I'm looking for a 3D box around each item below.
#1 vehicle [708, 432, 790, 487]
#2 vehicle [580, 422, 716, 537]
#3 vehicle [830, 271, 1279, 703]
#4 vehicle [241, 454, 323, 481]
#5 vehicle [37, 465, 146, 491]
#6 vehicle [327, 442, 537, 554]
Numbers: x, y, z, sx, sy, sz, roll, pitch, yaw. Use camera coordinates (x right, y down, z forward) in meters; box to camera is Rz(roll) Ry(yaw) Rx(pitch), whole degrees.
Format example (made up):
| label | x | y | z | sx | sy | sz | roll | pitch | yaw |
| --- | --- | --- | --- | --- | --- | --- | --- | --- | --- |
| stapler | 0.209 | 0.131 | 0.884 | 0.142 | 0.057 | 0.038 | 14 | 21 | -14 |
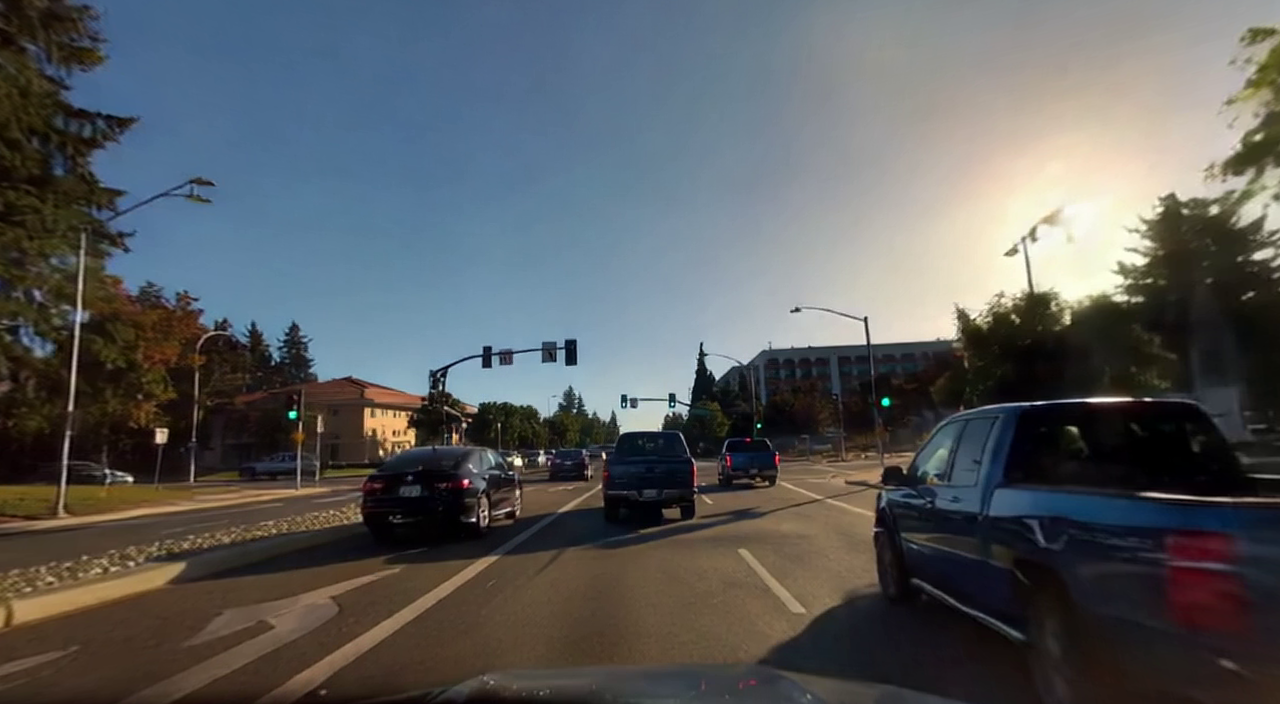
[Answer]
| label | x | y | z | sx | sy | sz | roll | pitch | yaw |
| --- | --- | --- | --- | --- | --- | --- | --- | --- | --- |
| vehicle | 4.130 | 4.190 | 24.934 | 2.408 | 1.908 | 5.355 | 0 | -8 | 1 |
| vehicle | 0.159 | 2.288 | 11.874 | 2.113 | 1.768 | 3.901 | 0 | -8 | 1 |
| vehicle | 3.463 | 1.005 | 4.366 | 2.571 | 1.857 | 5.841 | 0 | -8 | 1 |
| vehicle | -26.704 | 8.675 | 47.164 | 4.606 | 1.867 | 2.226 | 0 | -14 | 2 |
| vehicle | -36.293 | 8.347 | 41.848 | 5.100 | 1.533 | 2.032 | 1 | -8 | -5 |
| vehicle | -3.181 | 2.310 | 10.878 | 1.909 | 1.476 | 4.751 | 0 | -8 | 1 |
